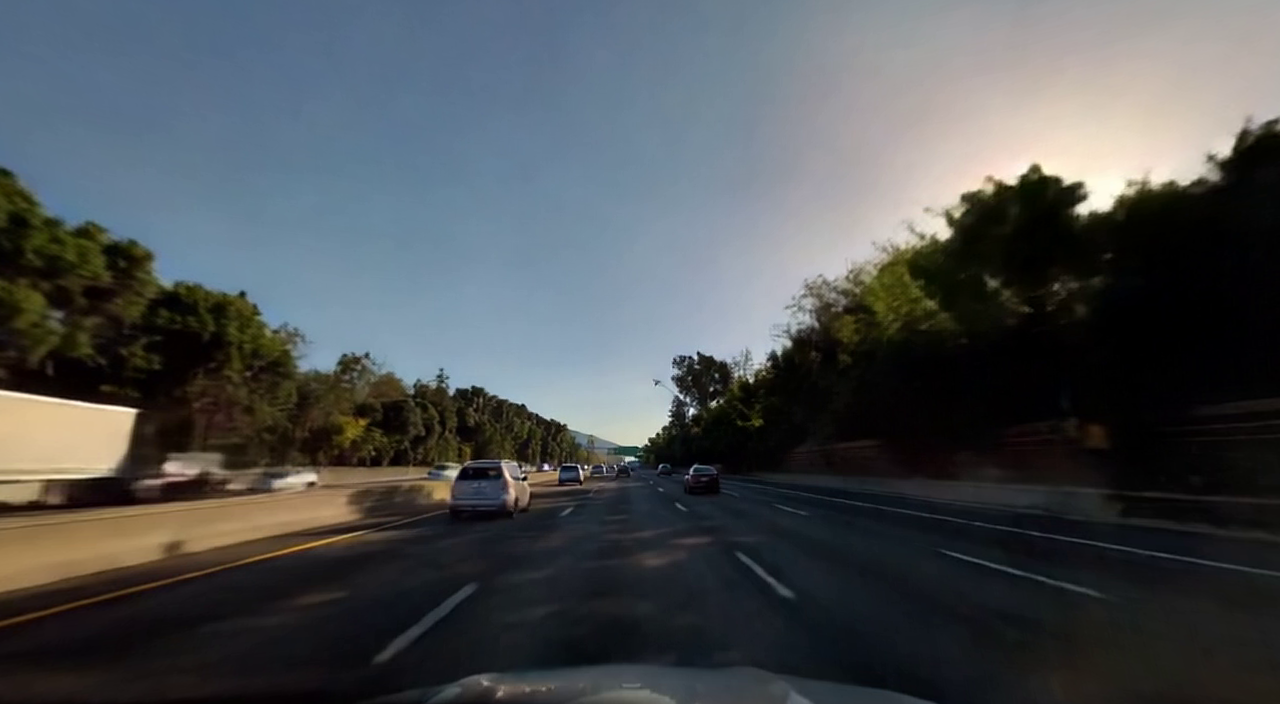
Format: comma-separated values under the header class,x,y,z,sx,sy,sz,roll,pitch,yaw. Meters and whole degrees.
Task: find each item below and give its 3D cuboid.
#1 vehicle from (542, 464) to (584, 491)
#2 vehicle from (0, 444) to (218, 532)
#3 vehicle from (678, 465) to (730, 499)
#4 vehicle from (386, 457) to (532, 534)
class,x,y,z,sx,sy,sz,roll,pitch,yaw
vehicle,-4.445,7.297,36.821,2.000,1.484,3.995,1,-11,-1
vehicle,-13.884,3.437,16.390,2.102,1.857,5.552,1,-11,-2
vehicle,3.047,6.332,30.972,1.981,1.516,4.109,1,-11,-2
vehicle,-3.979,3.271,14.837,2.004,1.468,4.812,1,-11,0
